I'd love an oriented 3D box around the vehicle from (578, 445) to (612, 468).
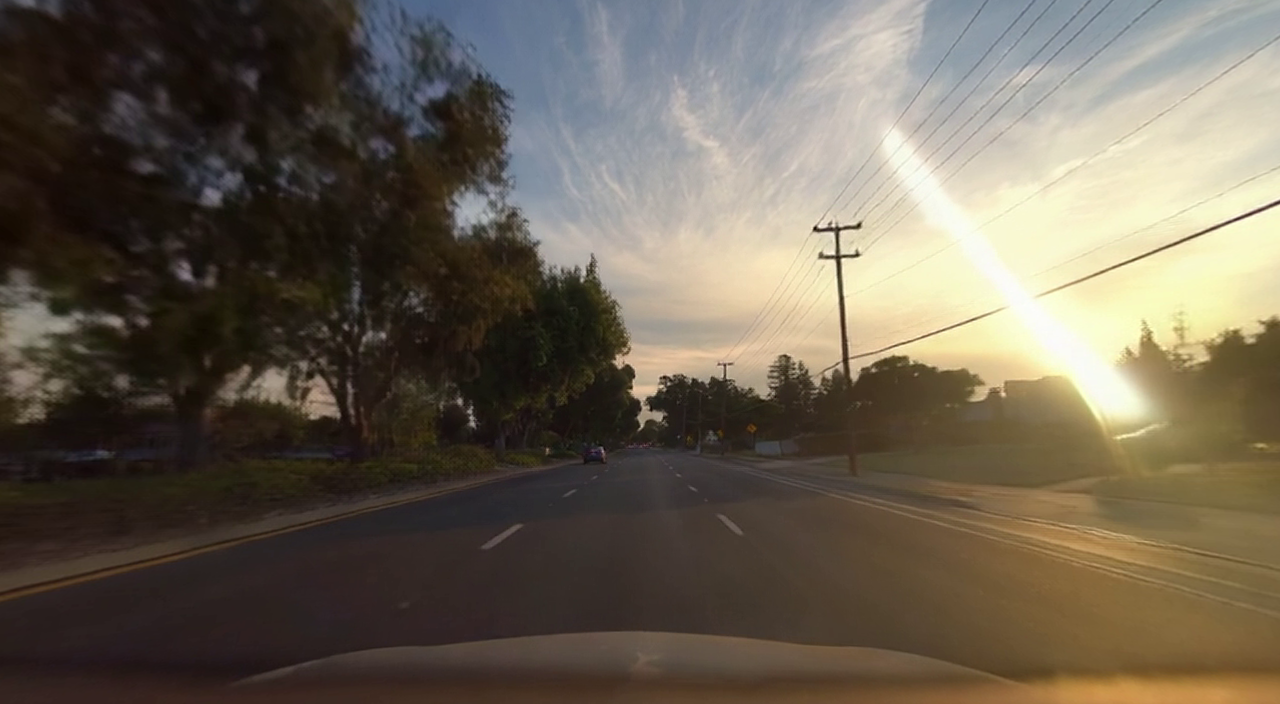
[{"bbox_3d":[-3.044,7.164,43.306,2.007,1.514,4.049,0,-9,1],"label":"vehicle"}]
